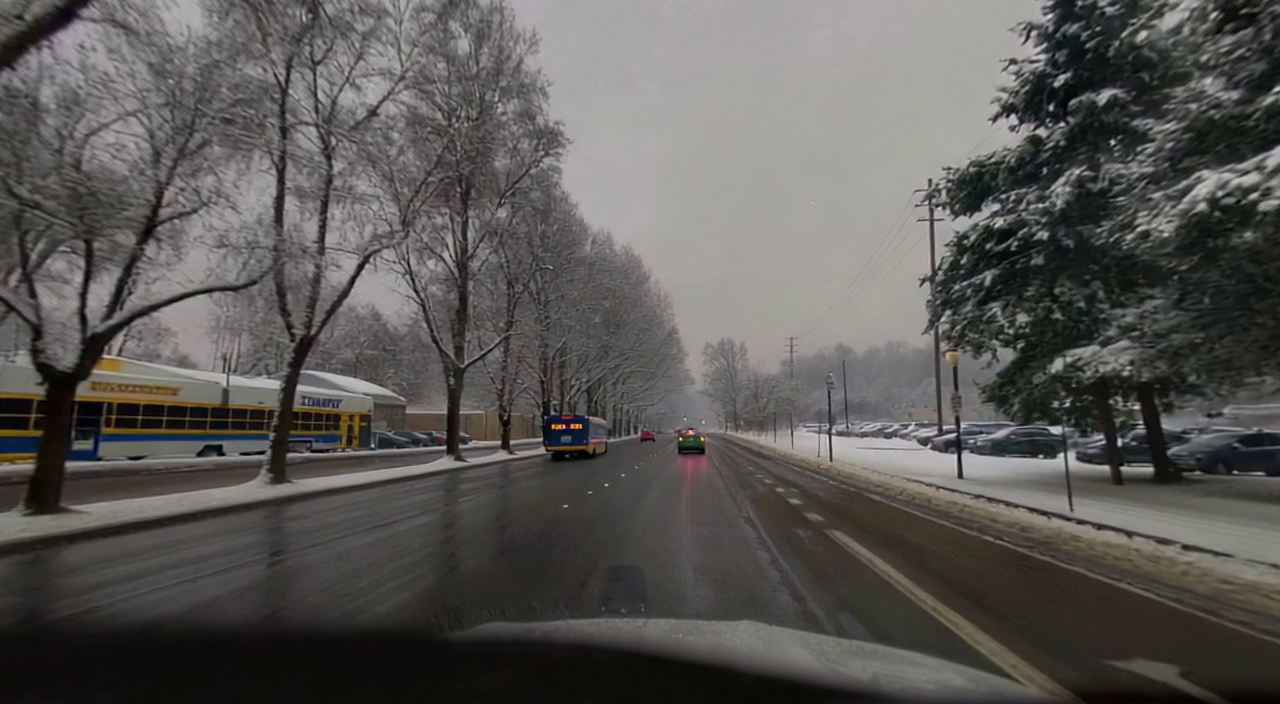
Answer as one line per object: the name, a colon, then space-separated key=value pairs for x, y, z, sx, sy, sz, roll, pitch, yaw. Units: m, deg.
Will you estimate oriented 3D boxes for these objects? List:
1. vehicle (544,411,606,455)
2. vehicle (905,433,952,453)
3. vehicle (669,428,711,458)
vehicle: x=-3.986 y=5.240 z=40.193 sx=2.485 sy=2.556 sz=6.363 roll=-1 pitch=-9 yaw=7
vehicle: x=22.388 y=7.121 z=49.121 sx=1.849 sy=1.466 sz=4.831 roll=-1 pitch=-9 yaw=7
vehicle: x=2.738 y=4.949 z=34.248 sx=2.123 sy=1.498 sz=4.226 roll=-1 pitch=-9 yaw=5
